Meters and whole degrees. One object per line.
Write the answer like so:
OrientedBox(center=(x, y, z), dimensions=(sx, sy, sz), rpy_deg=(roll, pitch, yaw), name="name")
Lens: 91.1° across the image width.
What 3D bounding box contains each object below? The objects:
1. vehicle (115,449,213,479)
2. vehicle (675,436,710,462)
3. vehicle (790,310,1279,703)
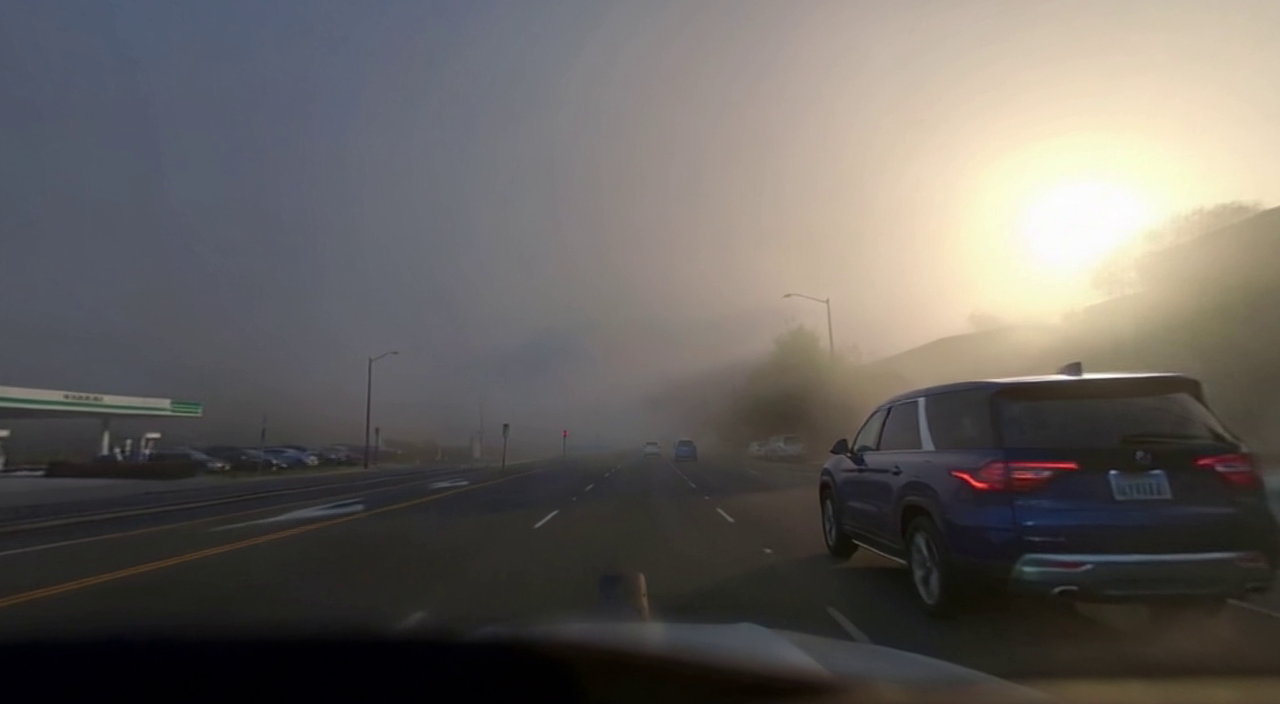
OrientedBox(center=(-25.937, 6.074, 34.273), dimensions=(3.765, 1.559, 1.915), rpy_deg=(0, -8, 1), name="vehicle")
OrientedBox(center=(3.904, 7.355, 47.653), dimensions=(2.317, 1.857, 5.150), rpy_deg=(0, -8, 1), name="vehicle")
OrientedBox(center=(2.960, 1.113, 5.341), dimensions=(2.246, 1.963, 4.777), rpy_deg=(0, -8, 1), name="vehicle")
